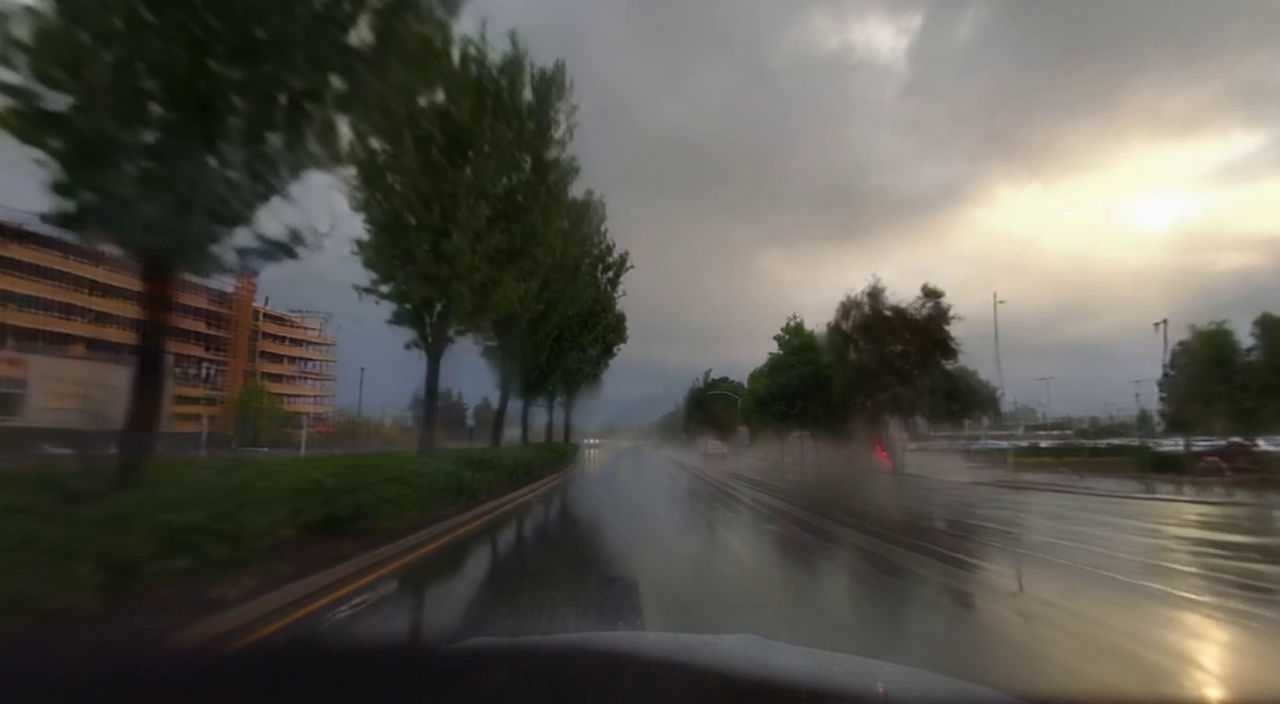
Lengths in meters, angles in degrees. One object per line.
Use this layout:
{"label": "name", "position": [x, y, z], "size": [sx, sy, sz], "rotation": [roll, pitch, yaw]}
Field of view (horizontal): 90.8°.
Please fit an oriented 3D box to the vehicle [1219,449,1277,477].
{"label": "vehicle", "position": [36.373, 6.605, 37.897], "size": [1.955, 1.527, 4.835], "rotation": [-8, -12, 38]}
